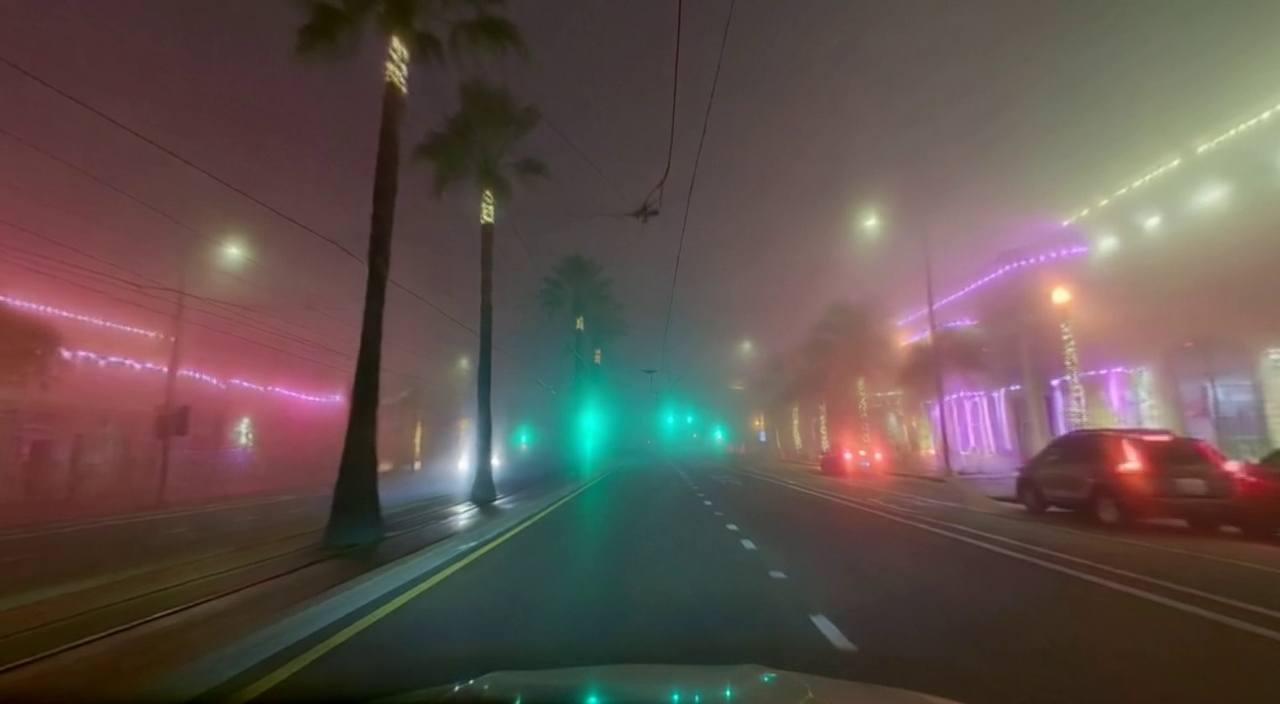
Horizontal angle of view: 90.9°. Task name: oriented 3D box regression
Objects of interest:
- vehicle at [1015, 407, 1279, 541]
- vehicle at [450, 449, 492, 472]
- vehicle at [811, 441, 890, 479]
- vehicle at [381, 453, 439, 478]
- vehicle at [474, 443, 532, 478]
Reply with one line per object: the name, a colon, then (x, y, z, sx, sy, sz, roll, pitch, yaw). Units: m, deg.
vehicle: (8.723, 2.007, 10.905, 1.900, 1.846, 4.002, -1, -9, -1)
vehicle: (-12.338, 7.911, 46.135, 1.887, 1.513, 4.131, -1, -9, 1)
vehicle: (9.128, 4.704, 27.691, 1.822, 1.494, 4.385, -1, -9, -2)
vehicle: (-15.294, 7.516, 42.131, 1.993, 1.464, 4.740, -1, -9, 1)
vehicle: (-6.970, 5.551, 32.562, 1.971, 1.657, 4.623, -1, -8, 0)
